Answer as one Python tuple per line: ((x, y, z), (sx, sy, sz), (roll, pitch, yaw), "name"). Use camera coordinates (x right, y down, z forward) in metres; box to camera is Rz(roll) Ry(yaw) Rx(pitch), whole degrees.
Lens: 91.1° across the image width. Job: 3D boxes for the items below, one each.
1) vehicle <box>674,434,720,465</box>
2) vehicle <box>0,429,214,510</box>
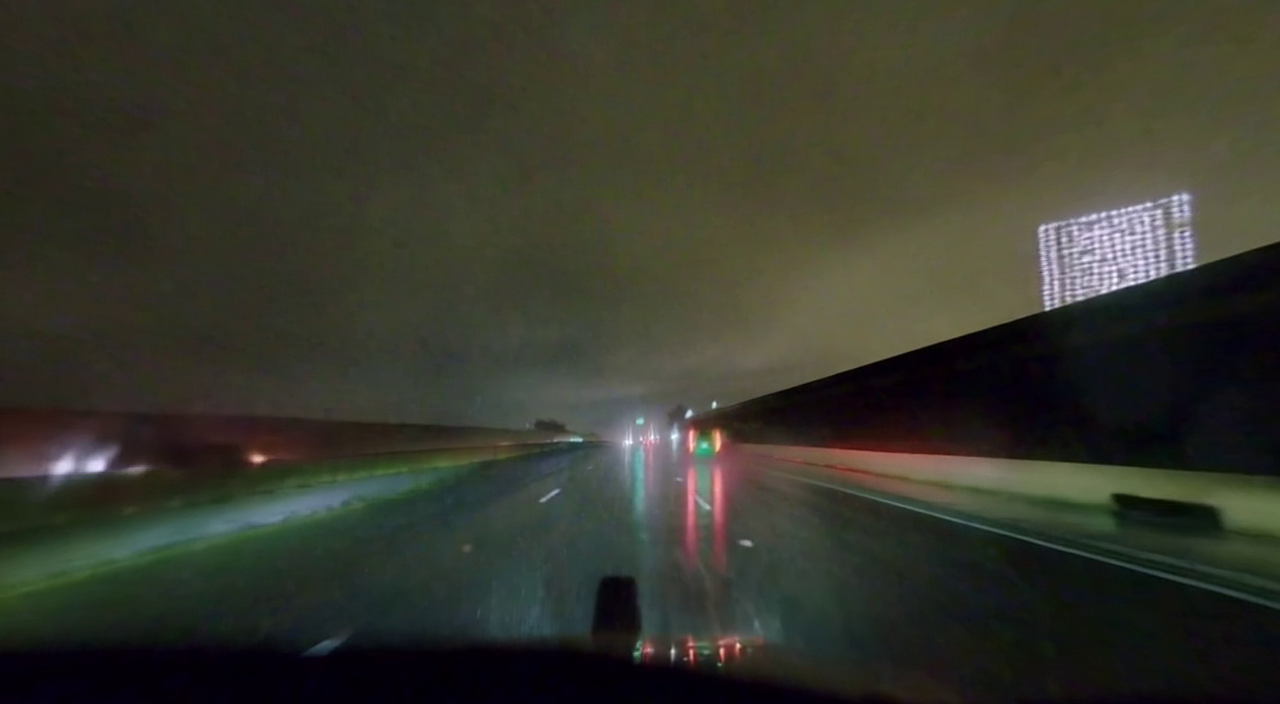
((2.815, 4.918, 31.940), (1.946, 1.481, 3.969), (0, -8, -1), "vehicle")
((-12.292, 2.578, 14.421), (1.949, 1.556, 4.350), (0, -8, 0), "vehicle")
